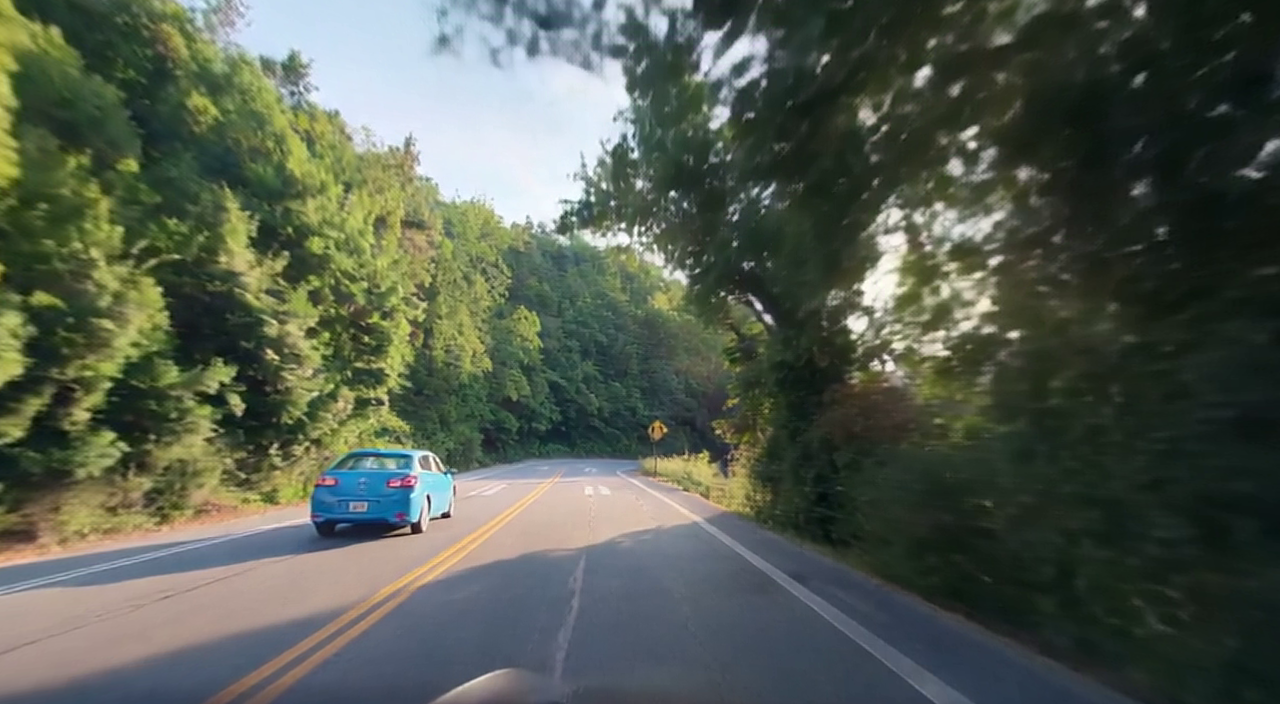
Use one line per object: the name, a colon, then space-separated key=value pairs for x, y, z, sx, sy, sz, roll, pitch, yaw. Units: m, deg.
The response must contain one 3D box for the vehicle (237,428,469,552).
vehicle: x=-4.352 y=2.143 z=10.419 sx=2.078 sy=1.607 sz=3.959 roll=0 pitch=-9 yaw=-2
